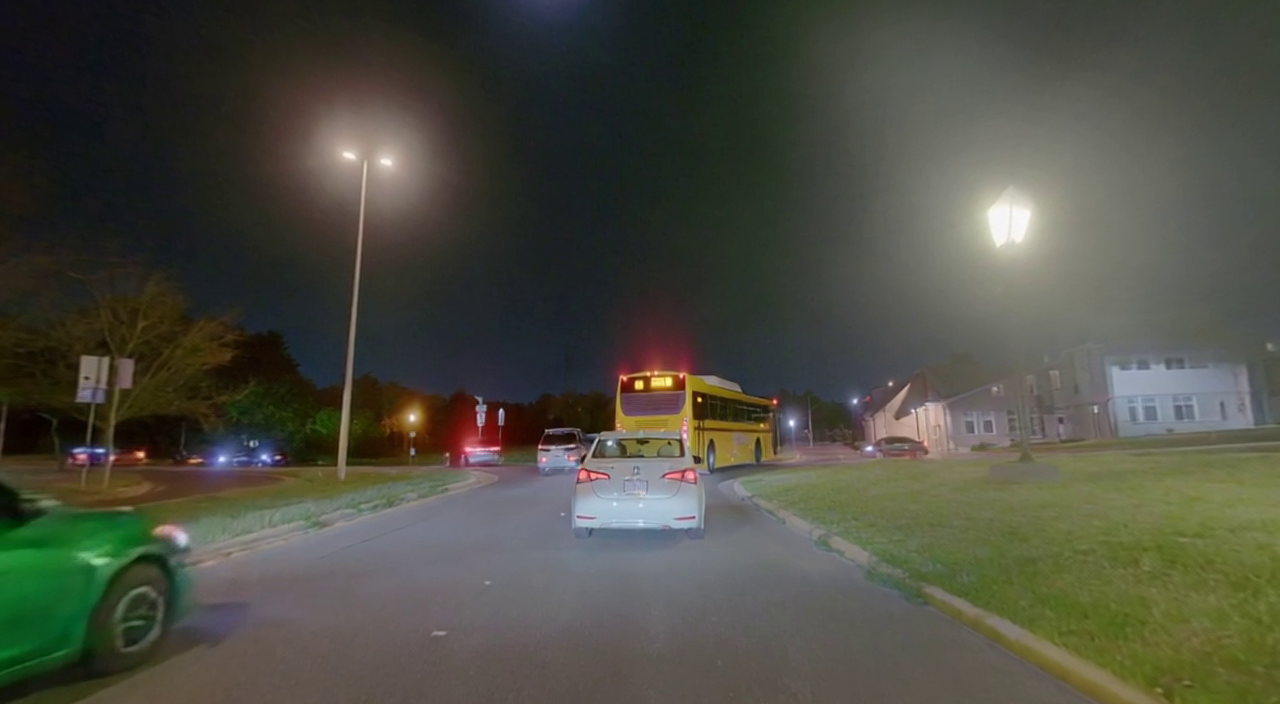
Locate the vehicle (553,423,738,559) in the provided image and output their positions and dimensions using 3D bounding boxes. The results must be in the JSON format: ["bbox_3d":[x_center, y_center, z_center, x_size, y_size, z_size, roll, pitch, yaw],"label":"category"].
[{"bbox_3d":[0.093,1.807,8.935,2.020,1.478,3.922,0,-8,1],"label":"vehicle"}]

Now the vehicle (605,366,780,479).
[{"bbox_3d":[2.476,2.778,23.635,2.948,3.303,9.977,-4,-9,26],"label":"vehicle"}]

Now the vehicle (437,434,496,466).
[{"bbox_3d":[-9.518,5.442,34.946,2.086,1.656,4.010,0,-9,0],"label":"vehicle"}]

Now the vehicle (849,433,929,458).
[{"bbox_3d":[15.708,5.898,39.751,4.422,1.457,1.882,-5,-10,29],"label":"vehicle"}]

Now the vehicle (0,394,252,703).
[{"bbox_3d":[-3.717,0.832,2.015,1.953,1.480,4.522,0,-8,2],"label":"vehicle"}]
